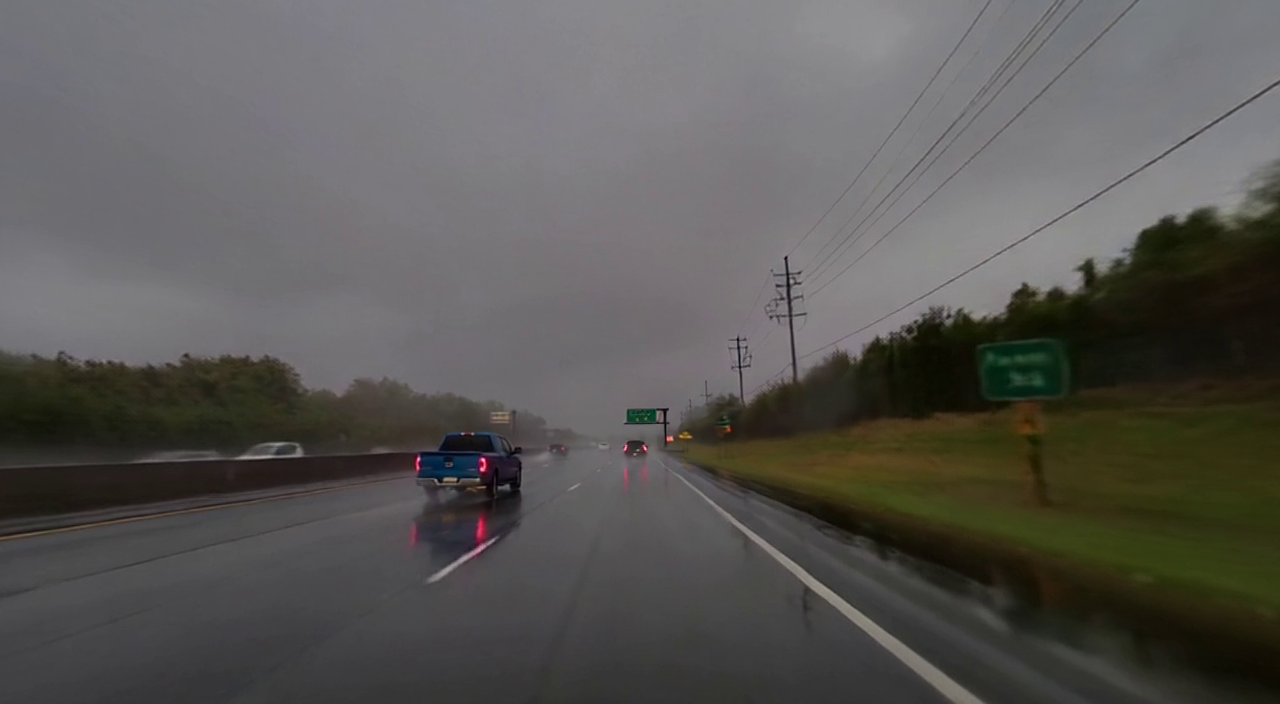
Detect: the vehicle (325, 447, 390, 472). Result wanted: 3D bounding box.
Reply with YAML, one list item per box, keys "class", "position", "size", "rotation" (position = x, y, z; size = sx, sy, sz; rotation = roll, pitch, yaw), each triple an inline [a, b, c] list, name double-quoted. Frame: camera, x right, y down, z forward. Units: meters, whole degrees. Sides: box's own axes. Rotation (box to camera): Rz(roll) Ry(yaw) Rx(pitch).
- class: "vehicle"
  position: [-17.760, 6.758, 39.981]
  size: [1.961, 1.455, 4.675]
  rotation: [0, -9, 0]

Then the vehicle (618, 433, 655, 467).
- class: "vehicle"
  position: [-0.272, 6.474, 41.793]
  size: [2.358, 2.144, 4.713]
  rotation: [0, -8, -1]

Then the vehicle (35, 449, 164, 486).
- class: "vehicle"
  position: [-25.095, 5.368, 29.595]
  size: [1.964, 1.550, 4.603]
  rotation: [0, -8, 0]

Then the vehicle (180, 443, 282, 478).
- class: "vehicle"
  position: [-21.099, 5.599, 32.894]
  size: [2.034, 1.653, 4.825]
  rotation: [0, -9, 1]

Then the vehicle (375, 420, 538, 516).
- class: "vehicle"
  position: [-3.943, 2.617, 14.767]
  size: [2.204, 1.812, 5.289]
  rotation: [0, -8, 0]
